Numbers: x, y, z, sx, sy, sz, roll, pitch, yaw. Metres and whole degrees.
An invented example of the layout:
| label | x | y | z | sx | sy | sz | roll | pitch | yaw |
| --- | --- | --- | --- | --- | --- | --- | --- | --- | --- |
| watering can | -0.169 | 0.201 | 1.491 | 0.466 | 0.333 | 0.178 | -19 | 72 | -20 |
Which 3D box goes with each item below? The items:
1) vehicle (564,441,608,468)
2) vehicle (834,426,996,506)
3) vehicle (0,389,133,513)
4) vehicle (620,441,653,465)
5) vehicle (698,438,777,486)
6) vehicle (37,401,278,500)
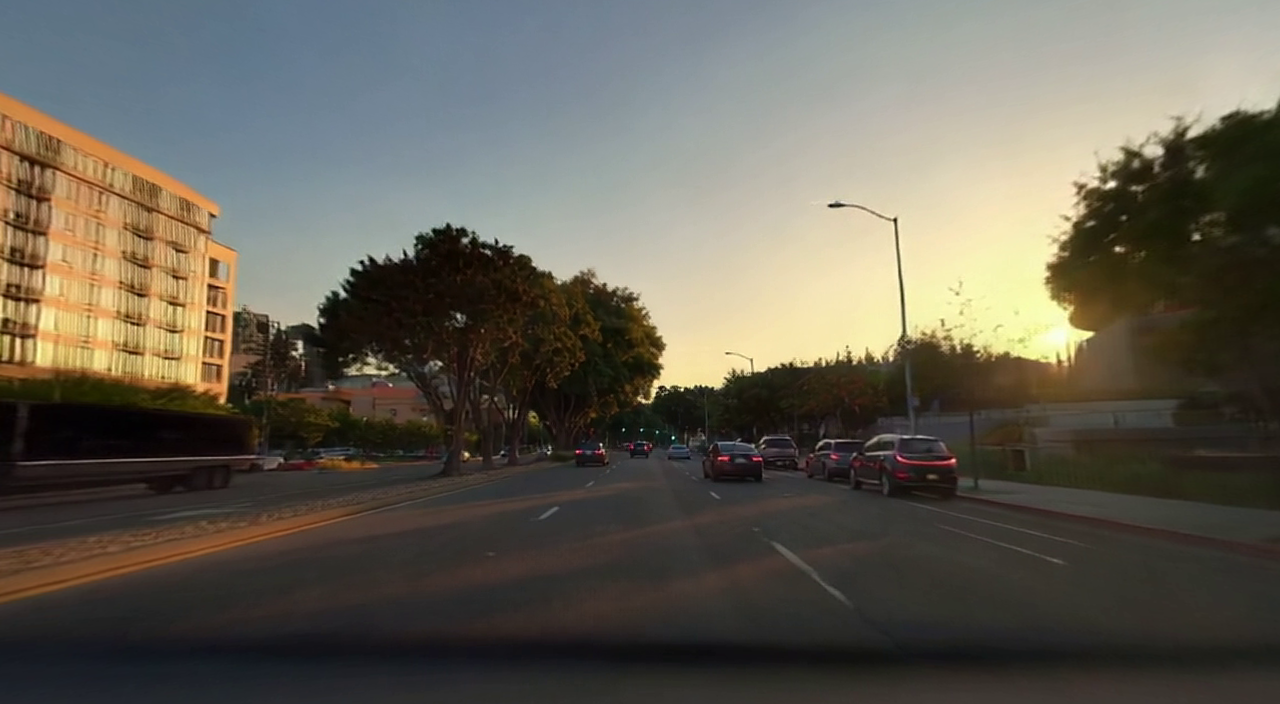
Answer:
| label | x | y | z | sx | sy | sz | roll | pitch | yaw |
| --- | --- | --- | --- | --- | --- | --- | --- | --- | --- |
| vehicle | -3.093 | 5.989 | 36.967 | 2.082 | 1.467 | 4.379 | 0 | -8 | 1 |
| vehicle | 6.877 | 2.898 | 16.495 | 2.023 | 1.758 | 4.795 | 0 | -8 | 0 |
| vehicle | -19.195 | 2.686 | 16.969 | 2.995 | 3.396 | 9.534 | 0 | -8 | 1 |
| vehicle | -0.219 | 6.745 | 42.355 | 2.101 | 1.480 | 3.929 | 0 | -8 | 1 |
| vehicle | 3.239 | 3.751 | 21.847 | 1.990 | 1.486 | 4.431 | 0 | -8 | 0 |
| vehicle | -19.083 | 4.030 | 26.092 | 2.780 | 3.339 | 8.934 | 0 | -8 | 1 |
